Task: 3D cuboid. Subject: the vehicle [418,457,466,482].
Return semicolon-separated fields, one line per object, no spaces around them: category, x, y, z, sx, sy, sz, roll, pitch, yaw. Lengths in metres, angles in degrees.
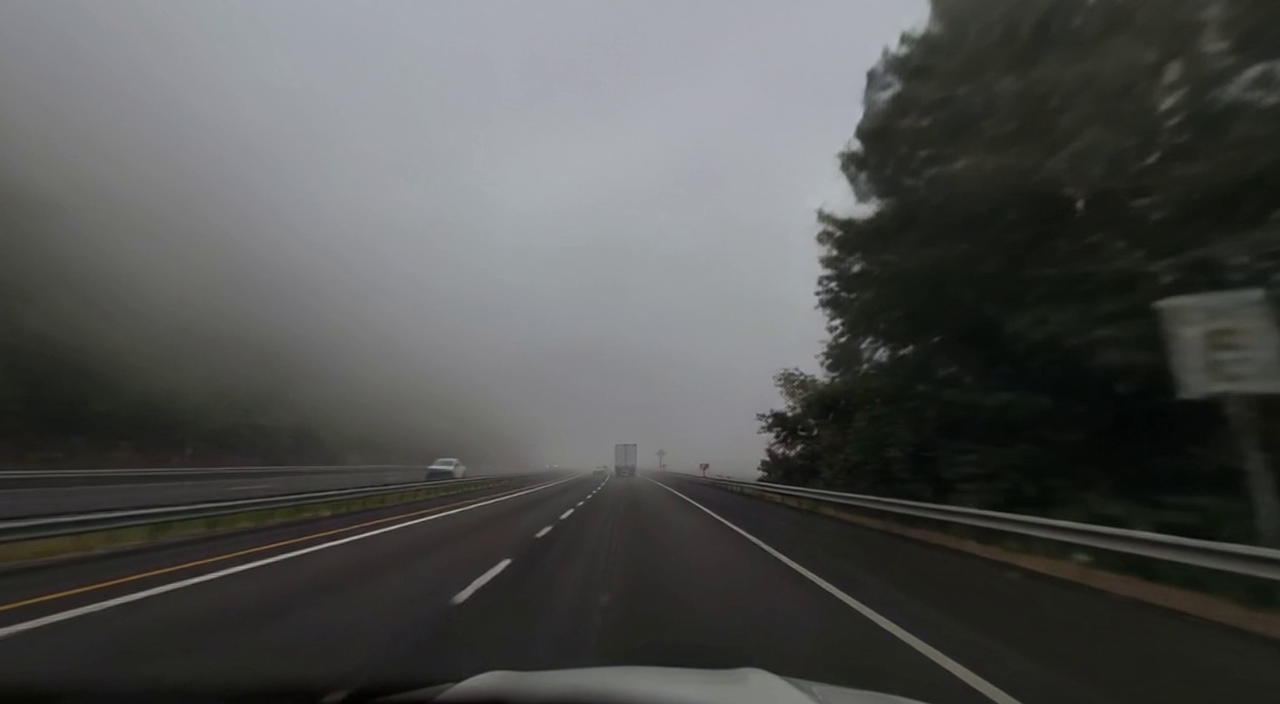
vehicle;-13.404;7.986;42.868;2.095;1.537;3.769;1;-11;-1
